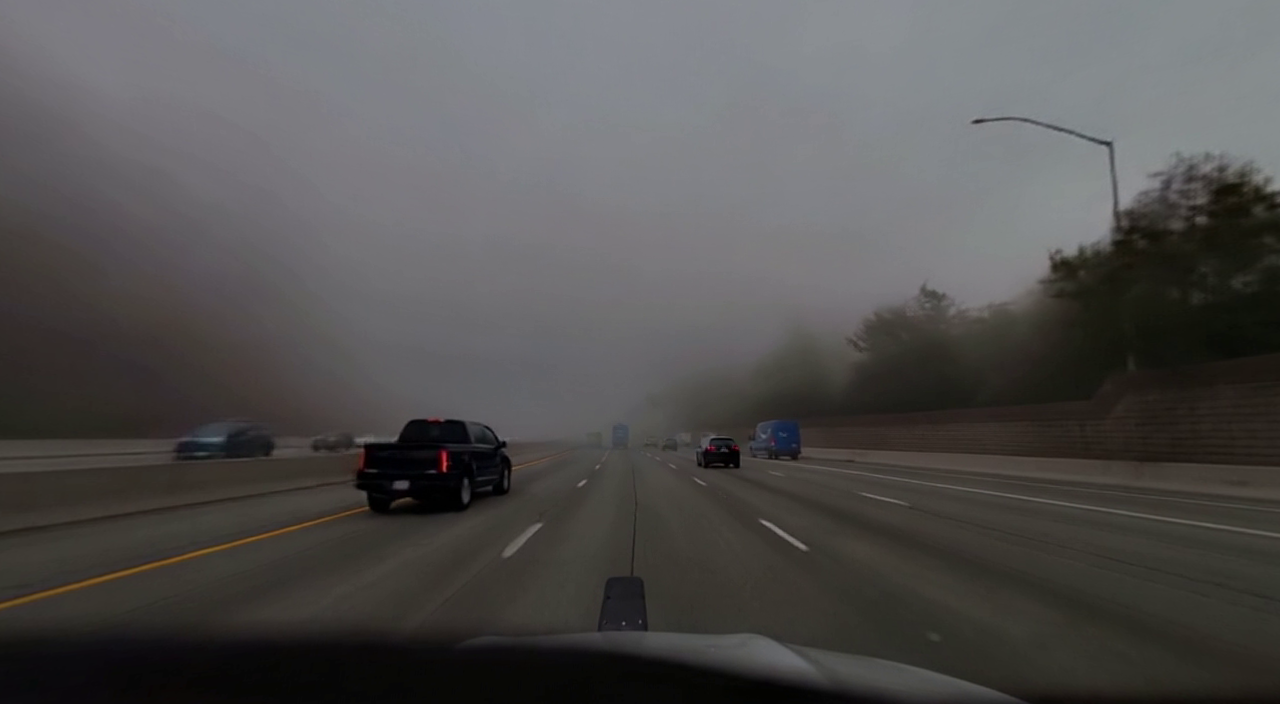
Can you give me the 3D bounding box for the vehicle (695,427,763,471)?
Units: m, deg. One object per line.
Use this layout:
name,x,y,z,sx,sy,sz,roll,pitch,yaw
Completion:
vehicle,3.751,4.194,27.401,2.141,1.732,4.279,0,-8,-3

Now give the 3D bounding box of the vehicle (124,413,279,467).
vehicle,-17.693,3.635,25.949,2.279,1.925,5.802,0,-8,-1

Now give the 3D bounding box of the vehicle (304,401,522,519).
vehicle,-4.219,2.167,13.136,2.331,1.884,5.787,-1,-8,1

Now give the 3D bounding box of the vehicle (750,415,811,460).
vehicle,9.465,5.909,43.222,2.274,2.802,6.802,0,-8,-3
